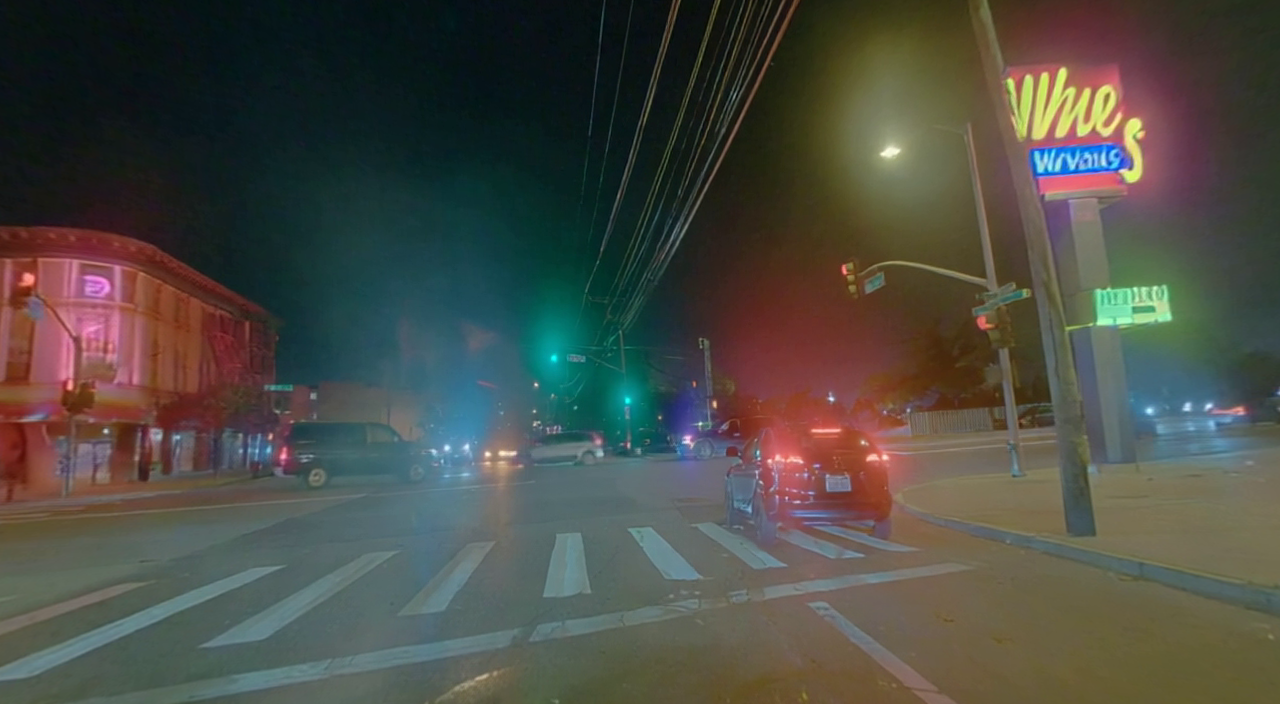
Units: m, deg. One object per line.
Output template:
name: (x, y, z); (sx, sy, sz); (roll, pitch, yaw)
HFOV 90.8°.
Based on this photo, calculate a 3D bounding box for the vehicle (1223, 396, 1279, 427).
vehicle: (39.171, 3.813, 39.906); (4.637, 1.723, 1.911); (4, -10, -29)

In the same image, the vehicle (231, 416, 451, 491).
vehicle: (-8.831, 3.015, 19.010); (5.603, 1.938, 2.081); (6, -10, -36)

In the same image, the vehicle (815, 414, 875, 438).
vehicle: (16.041, 5.831, 49.416); (4.589, 1.730, 1.801); (5, -10, -31)

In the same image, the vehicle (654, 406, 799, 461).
vehicle: (3.554, 3.345, 25.696); (5.588, 1.985, 2.374); (5, -10, -31)

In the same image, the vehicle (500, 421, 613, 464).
vehicle: (-3.707, 4.053, 28.298); (4.599, 1.766, 1.938); (5, -10, -30)

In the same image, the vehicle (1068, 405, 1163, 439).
vehicle: (23.031, 3.442, 30.564); (4.499, 1.524, 1.784); (4, -10, -28)
